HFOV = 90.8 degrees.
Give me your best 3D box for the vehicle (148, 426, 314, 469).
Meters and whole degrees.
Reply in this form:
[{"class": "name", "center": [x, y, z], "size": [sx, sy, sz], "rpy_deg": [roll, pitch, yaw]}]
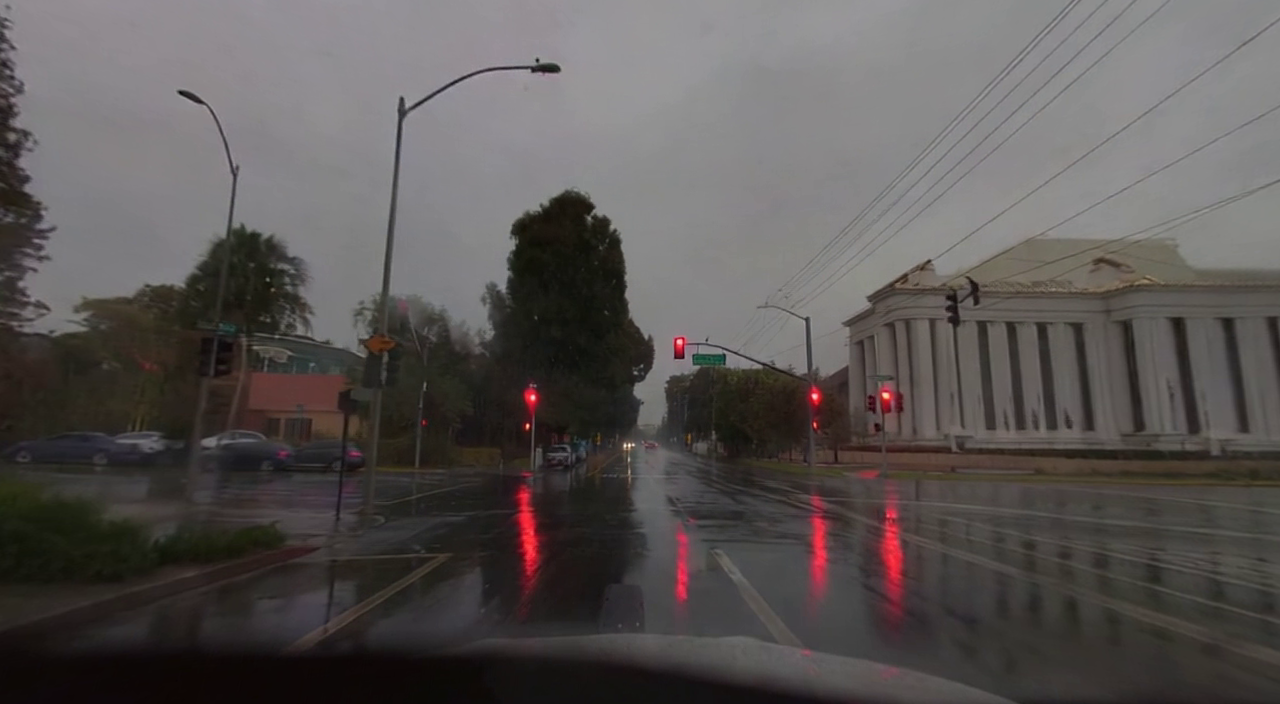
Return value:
[{"class": "vehicle", "center": [-14.932, 3.526, 23.284], "size": [4.718, 1.497, 2.032], "rpy_deg": [0, -9, 2]}]
